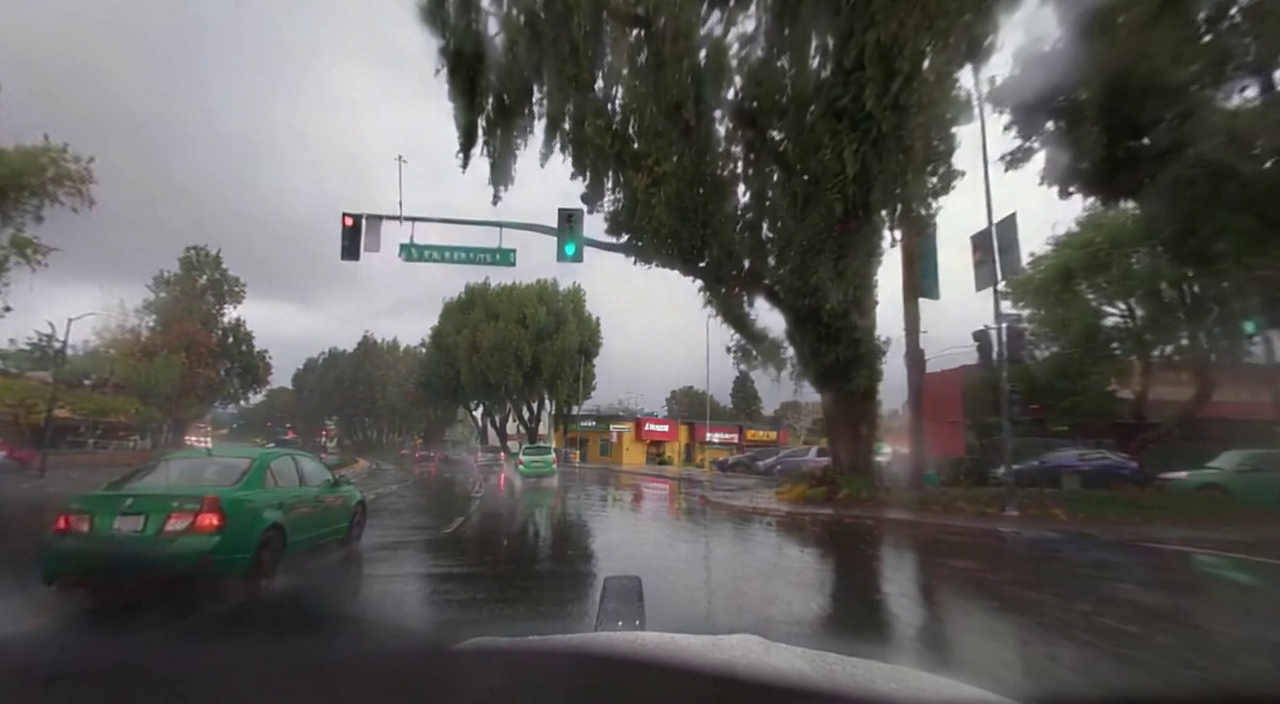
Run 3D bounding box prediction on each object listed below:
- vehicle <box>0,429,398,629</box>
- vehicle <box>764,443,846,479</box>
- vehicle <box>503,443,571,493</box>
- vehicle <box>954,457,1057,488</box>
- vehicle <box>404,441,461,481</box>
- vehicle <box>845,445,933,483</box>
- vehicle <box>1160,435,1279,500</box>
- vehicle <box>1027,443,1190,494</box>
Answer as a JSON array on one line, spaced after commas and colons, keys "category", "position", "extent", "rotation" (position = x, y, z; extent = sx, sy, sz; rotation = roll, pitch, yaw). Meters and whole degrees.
[{"category": "vehicle", "position": [-4.659, 1.700, 7.210], "extent": [2.105, 1.477, 4.857], "rotation": [1, -9, -4]}, {"category": "vehicle", "position": [7.350, 4.906, 28.610], "extent": [1.919, 1.489, 4.889], "rotation": [1, -9, -6]}, {"category": "vehicle", "position": [-3.597, 3.857, 21.388], "extent": [2.001, 1.483, 4.442], "rotation": [2, -9, -12]}, {"category": "vehicle", "position": [16.949, 5.576, 29.256], "extent": [3.800, 1.369, 1.759], "rotation": [2, -9, -8]}, {"category": "vehicle", "position": [-8.907, 4.678, 27.346], "extent": [2.042, 1.593, 3.956], "rotation": [3, -9, -15]}, {"category": "vehicle", "position": [10.298, 4.644, 26.341], "extent": [1.762, 1.453, 3.976], "rotation": [1, -9, -5]}, {"category": "vehicle", "position": [19.007, 3.446, 18.977], "extent": [1.865, 1.827, 5.352], "rotation": [1, -9, -2]}, {"category": "vehicle", "position": [16.062, 3.973, 21.966], "extent": [1.921, 1.560, 4.676], "rotation": [1, -9, -3]}]
